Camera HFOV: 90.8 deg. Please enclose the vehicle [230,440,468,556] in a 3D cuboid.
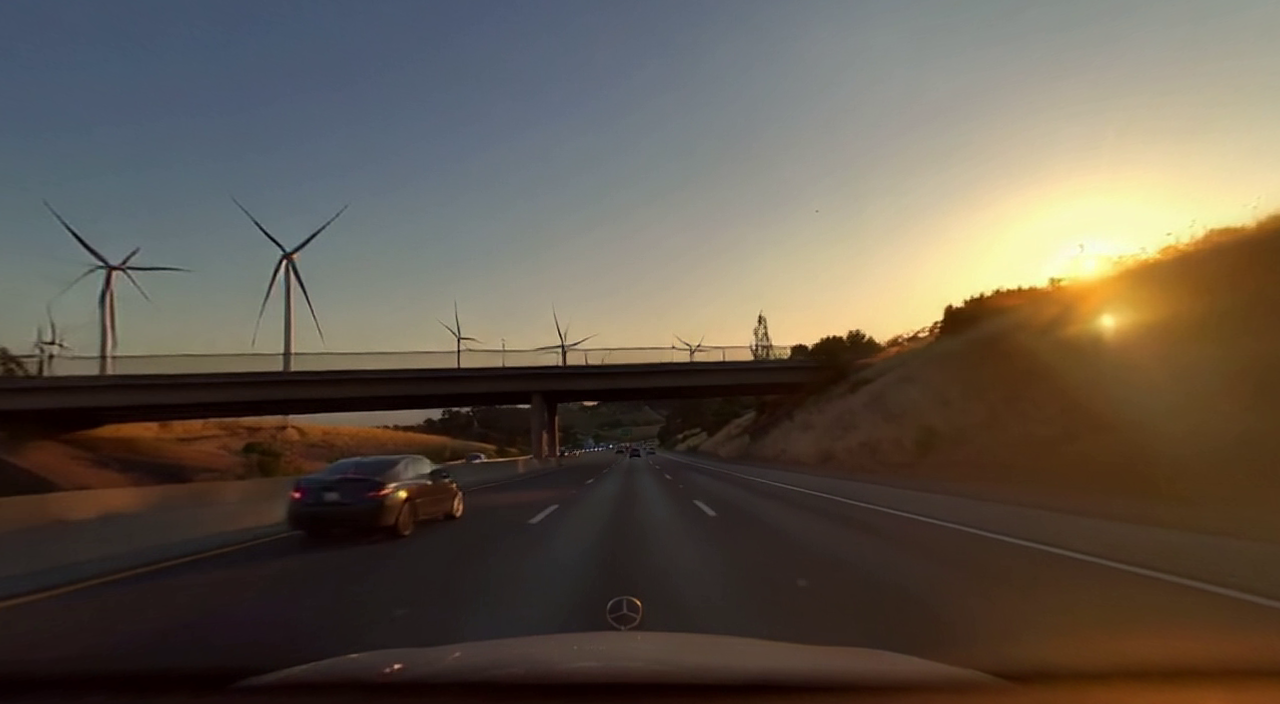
[{"bbox_3d":[-4.372,2.225,10.357,1.921,1.481,4.120,0,-9,0],"label":"vehicle"}]
